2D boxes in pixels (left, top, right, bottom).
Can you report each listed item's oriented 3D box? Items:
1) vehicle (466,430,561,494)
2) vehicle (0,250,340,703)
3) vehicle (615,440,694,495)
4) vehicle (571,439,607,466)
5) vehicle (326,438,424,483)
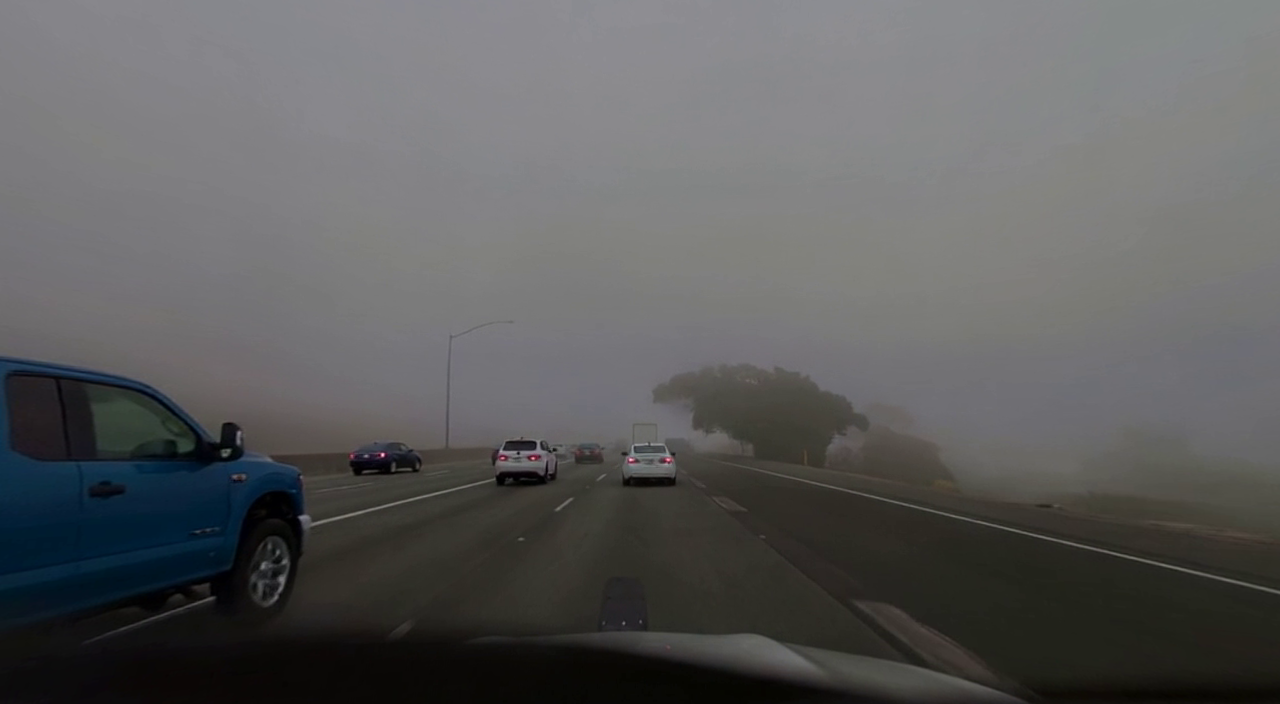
[{"bbox_3d":[-3.685,3.280,19.179,1.903,1.721,4.210,0,-8,1],"label":"vehicle"},{"bbox_3d":[-3.487,0.587,1.735,2.269,2.060,5.933,0,-8,1],"label":"vehicle"},{"bbox_3d":[0.376,3.321,18.513,2.054,1.421,4.090,0,-8,0],"label":"vehicle"},{"bbox_3d":[-3.211,6.424,40.552,1.897,1.646,4.049,0,-8,1],"label":"vehicle"},{"bbox_3d":[-10.479,4.302,25.312,1.941,1.602,4.277,0,-8,2],"label":"vehicle"}]
